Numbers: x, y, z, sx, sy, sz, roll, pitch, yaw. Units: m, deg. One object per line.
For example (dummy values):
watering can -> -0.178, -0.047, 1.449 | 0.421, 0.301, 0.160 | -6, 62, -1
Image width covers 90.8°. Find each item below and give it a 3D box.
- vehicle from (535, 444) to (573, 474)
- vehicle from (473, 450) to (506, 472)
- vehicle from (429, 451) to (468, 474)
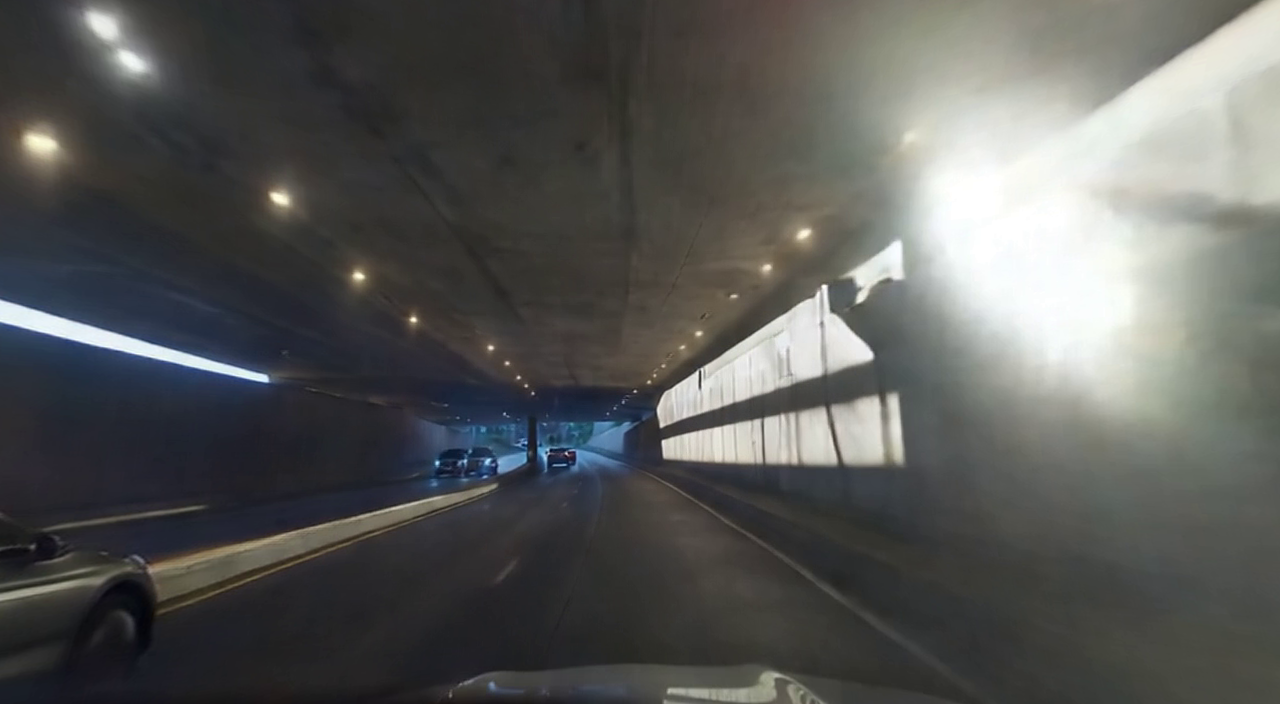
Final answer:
vehicle -> -5.194, 6.499, 38.661 | 1.961, 1.725, 4.315 | 0, -9, -4
vehicle -> -10.899, 7.899, 45.902 | 1.691, 1.439, 4.136 | 0, -9, -4
vehicle -> -14.163, 8.173, 46.936 | 1.788, 1.622, 4.284 | 0, -9, -4
